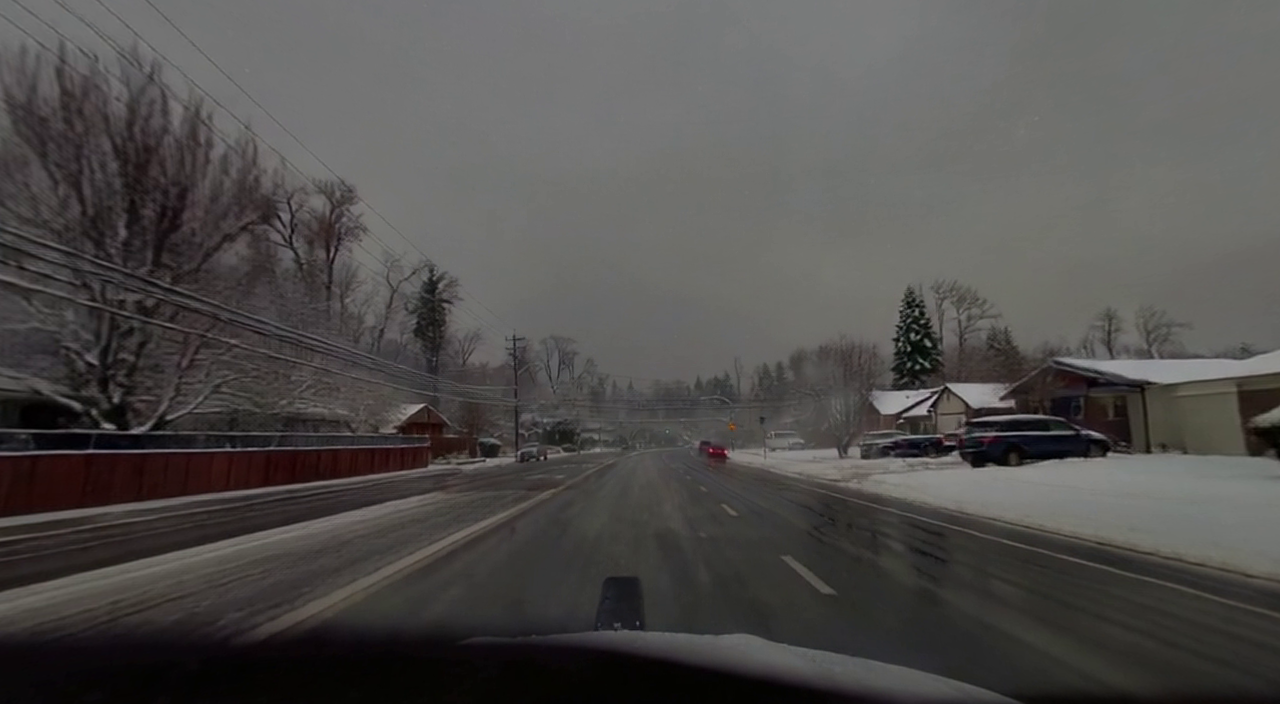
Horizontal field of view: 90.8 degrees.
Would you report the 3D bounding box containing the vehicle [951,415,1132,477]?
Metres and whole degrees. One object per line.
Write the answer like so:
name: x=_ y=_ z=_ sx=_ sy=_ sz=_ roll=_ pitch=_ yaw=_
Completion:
vehicle: x=13.569 y=3.206 z=21.656 sx=4.711 sy=1.979 sz=2.019 roll=-1 pitch=-8 yaw=4
